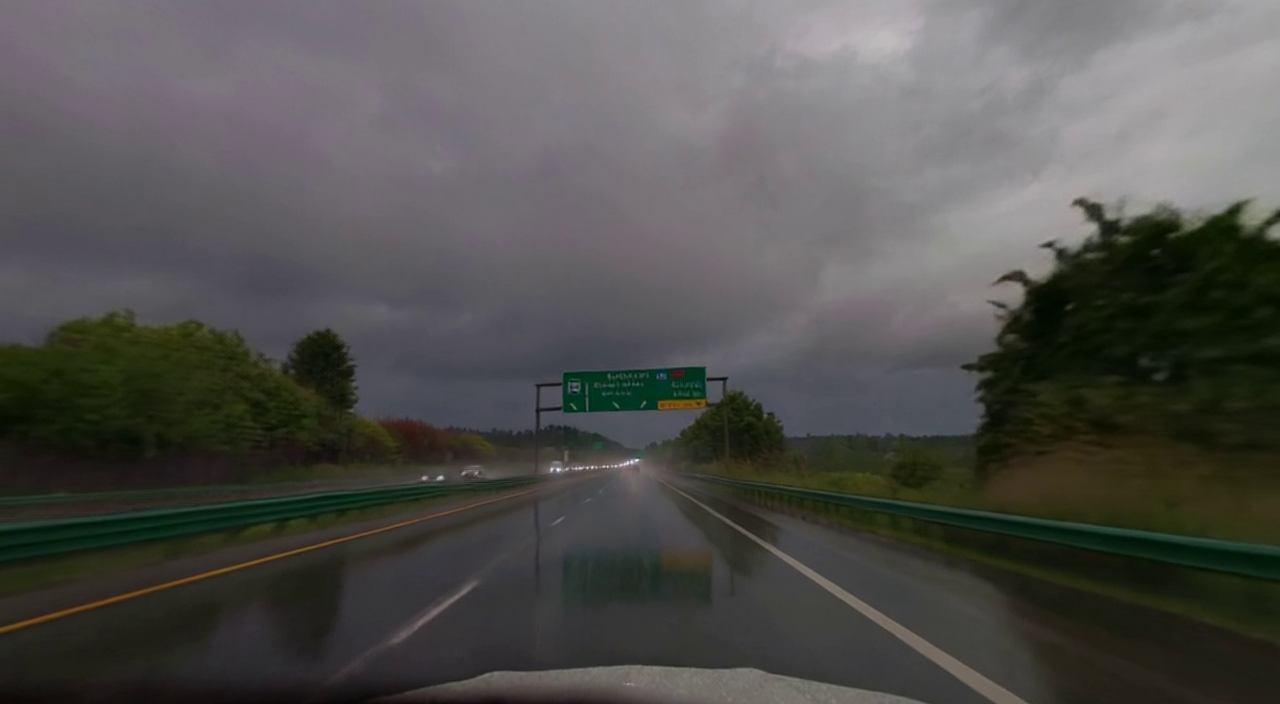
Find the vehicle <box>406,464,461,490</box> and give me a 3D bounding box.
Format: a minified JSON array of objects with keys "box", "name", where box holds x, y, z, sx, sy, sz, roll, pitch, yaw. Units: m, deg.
[{"box":[-12.863,7.820,39.468,1.942,1.462,4.503,1,-10,-1],"name":"vehicle"}]
